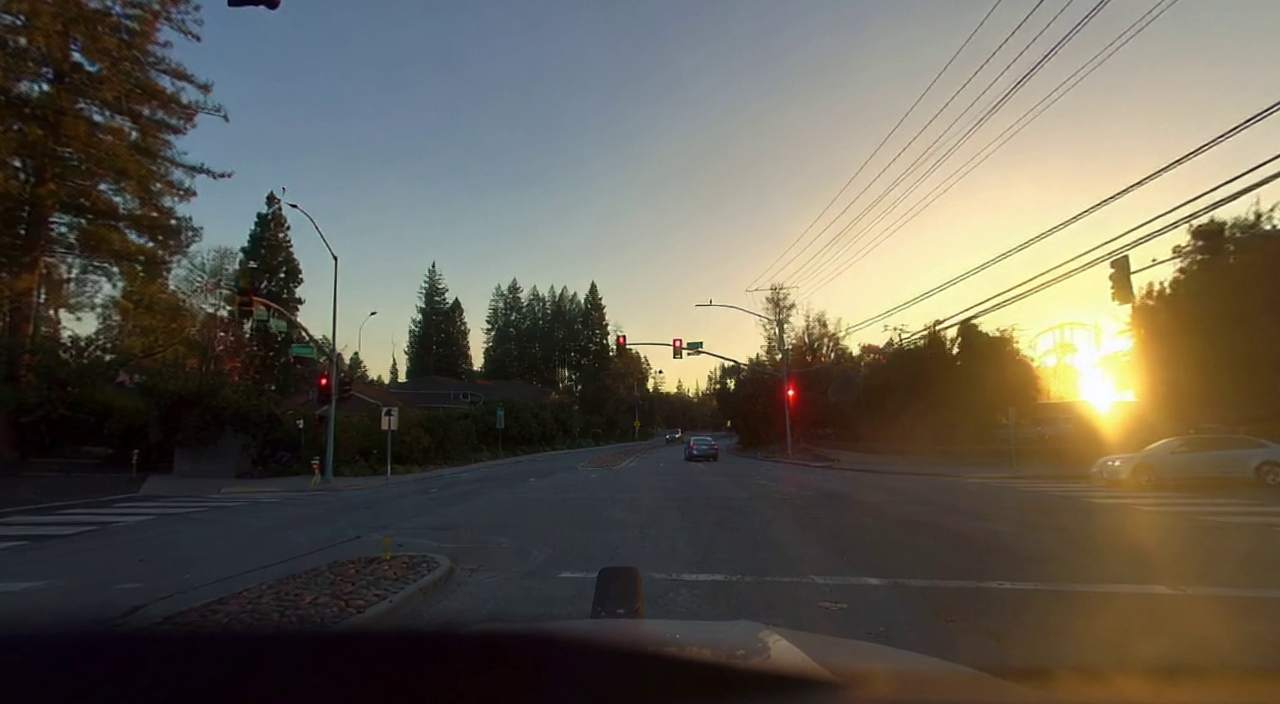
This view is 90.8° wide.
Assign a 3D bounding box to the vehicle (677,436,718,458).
[{"bbox_3d":[4.087,6.864,45.703,2.067,1.490,4.884,1,-9,-6],"label":"vehicle"}]
